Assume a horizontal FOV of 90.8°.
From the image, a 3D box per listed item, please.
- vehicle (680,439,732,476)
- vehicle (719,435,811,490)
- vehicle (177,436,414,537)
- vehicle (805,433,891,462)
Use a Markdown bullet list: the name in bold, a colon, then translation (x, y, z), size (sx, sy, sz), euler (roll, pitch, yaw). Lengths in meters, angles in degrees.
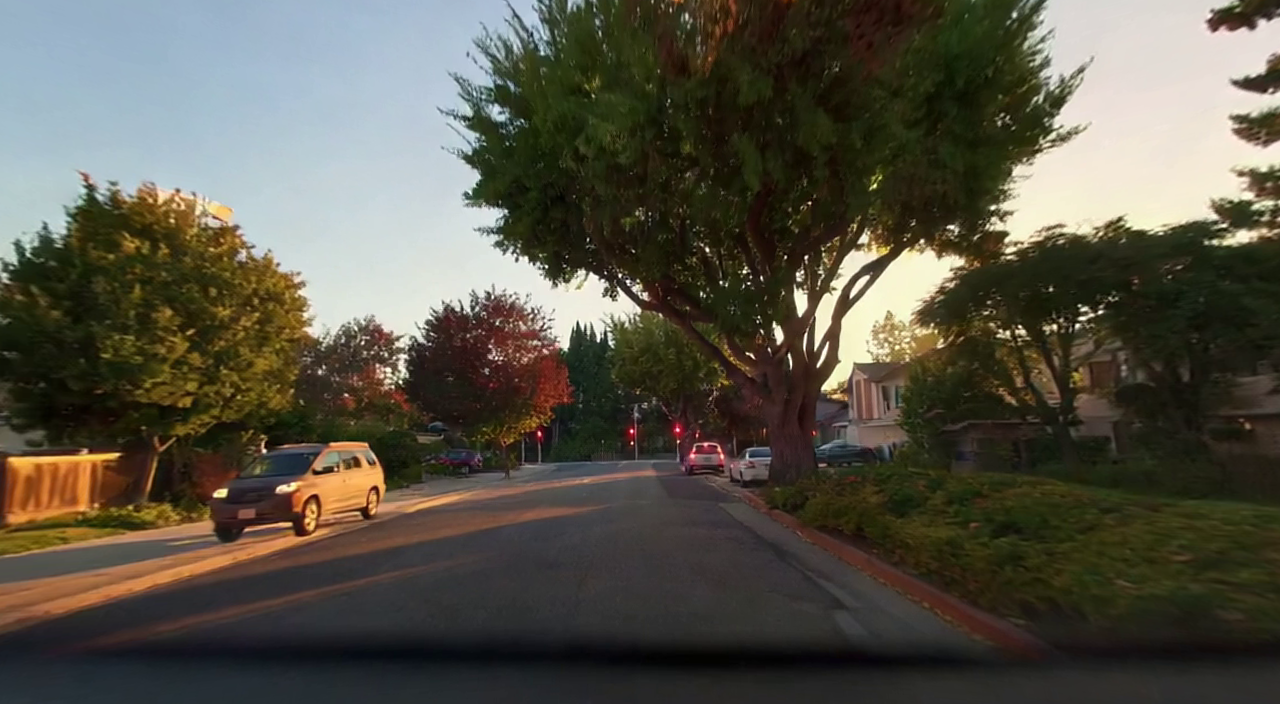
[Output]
- **vehicle**: translation (3.045, 4.983, 30.171), size (2.037, 1.595, 4.536), euler (-1, -8, 0)
- **vehicle**: translation (3.975, 3.611, 20.981), size (2.043, 1.585, 4.687), euler (0, -8, -1)
- **vehicle**: translation (-6.967, 2.718, 13.485), size (2.119, 1.760, 4.294), euler (-2, -9, 10)
- **vehicle**: translation (12.368, 5.720, 37.814), size (4.470, 1.624, 2.047), euler (-1, -9, 5)
